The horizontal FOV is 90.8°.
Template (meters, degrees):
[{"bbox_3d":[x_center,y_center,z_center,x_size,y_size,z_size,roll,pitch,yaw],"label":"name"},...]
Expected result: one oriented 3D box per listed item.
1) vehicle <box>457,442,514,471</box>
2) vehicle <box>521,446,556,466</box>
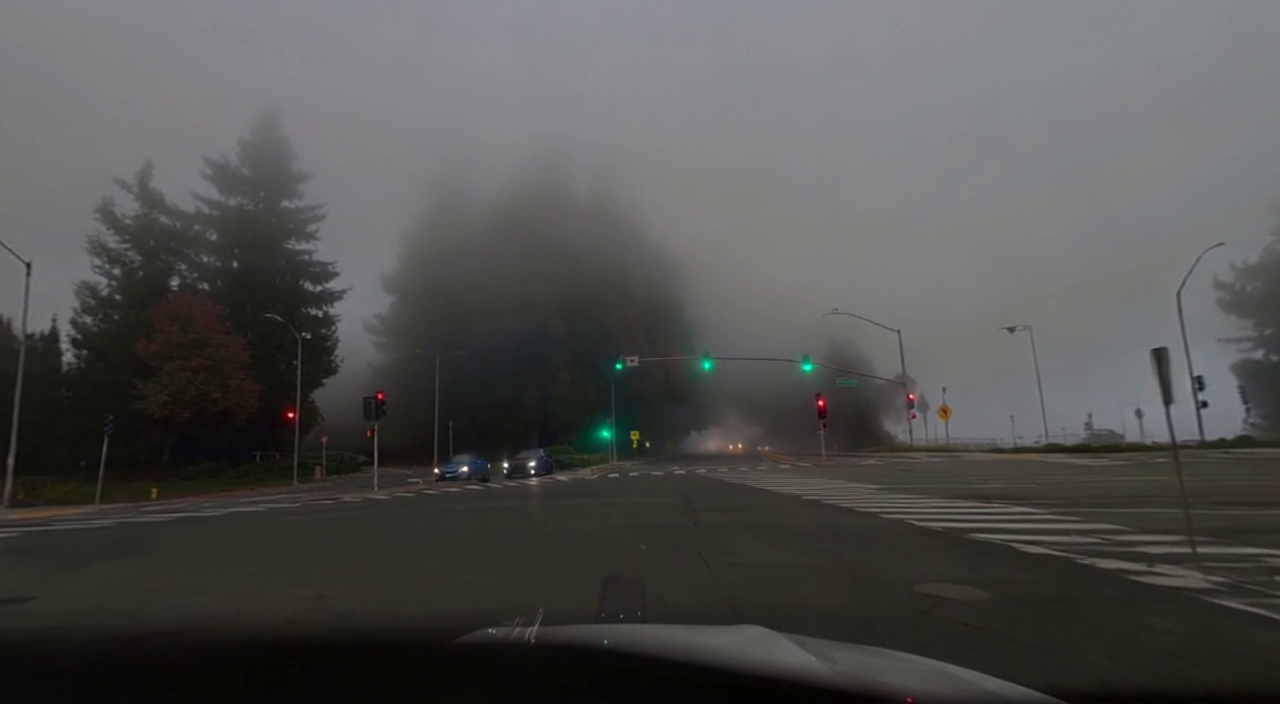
[{"bbox_3d":[-11.481,7.794,47.505,2.557,2.015,5.959,0,-8,2],"label":"vehicle"},{"bbox_3d":[-7.896,8.150,49.606,2.049,1.439,4.103,0,-8,0],"label":"vehicle"}]
